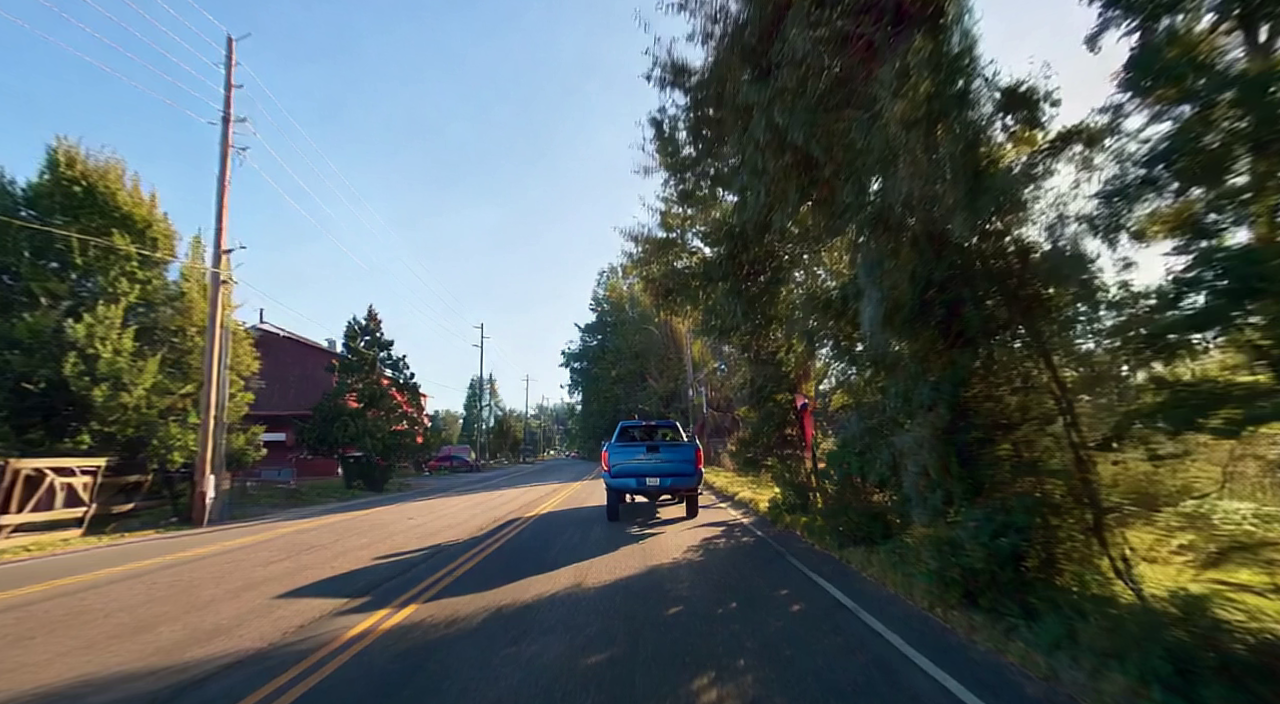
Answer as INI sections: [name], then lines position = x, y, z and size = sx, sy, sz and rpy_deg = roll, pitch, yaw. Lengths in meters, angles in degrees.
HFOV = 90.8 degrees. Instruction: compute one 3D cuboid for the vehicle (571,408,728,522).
[vehicle]
position = 0.148, 2.426, 14.127
size = 2.693, 1.941, 6.356
rpy_deg = 0, -8, 0
